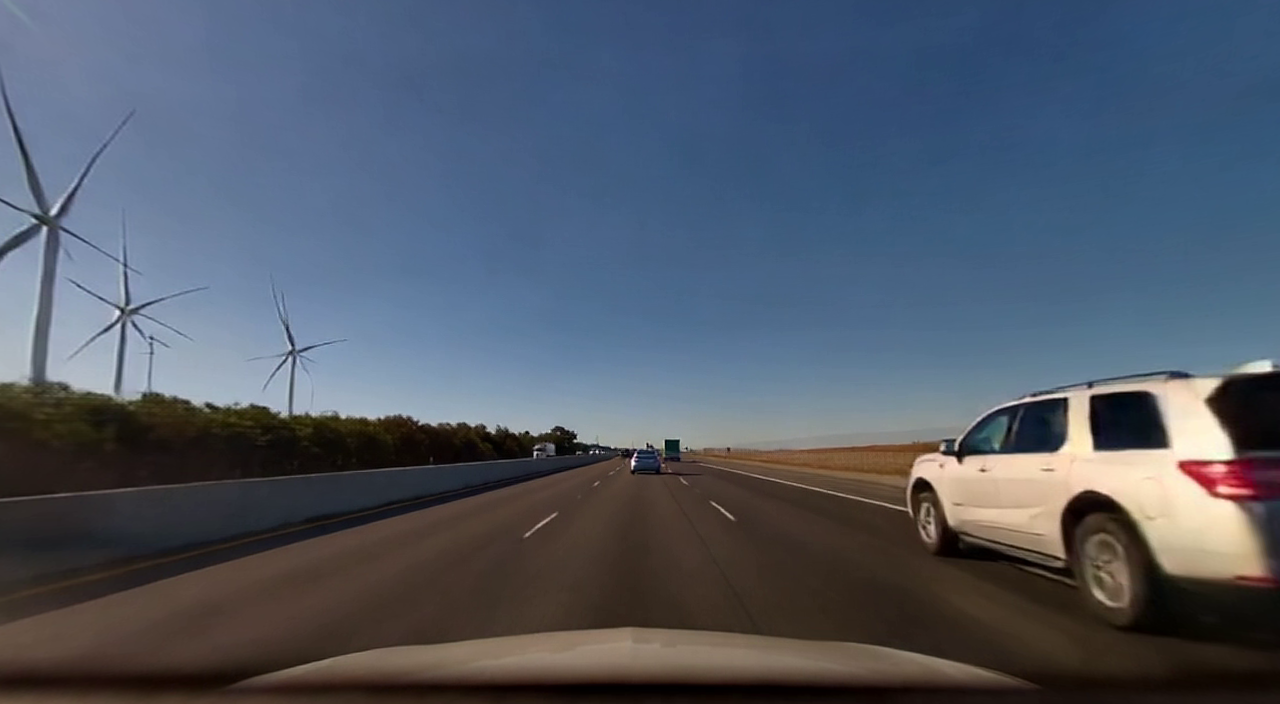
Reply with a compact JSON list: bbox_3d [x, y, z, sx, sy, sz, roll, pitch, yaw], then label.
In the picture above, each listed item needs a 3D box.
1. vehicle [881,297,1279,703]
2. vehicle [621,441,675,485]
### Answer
[{"bbox_3d":[3.710,0.975,4.306,2.104,1.861,4.956,0,-9,0],"label":"vehicle"},{"bbox_3d":[0.298,4.567,26.202,2.083,1.653,3.787,0,-9,-1],"label":"vehicle"}]
